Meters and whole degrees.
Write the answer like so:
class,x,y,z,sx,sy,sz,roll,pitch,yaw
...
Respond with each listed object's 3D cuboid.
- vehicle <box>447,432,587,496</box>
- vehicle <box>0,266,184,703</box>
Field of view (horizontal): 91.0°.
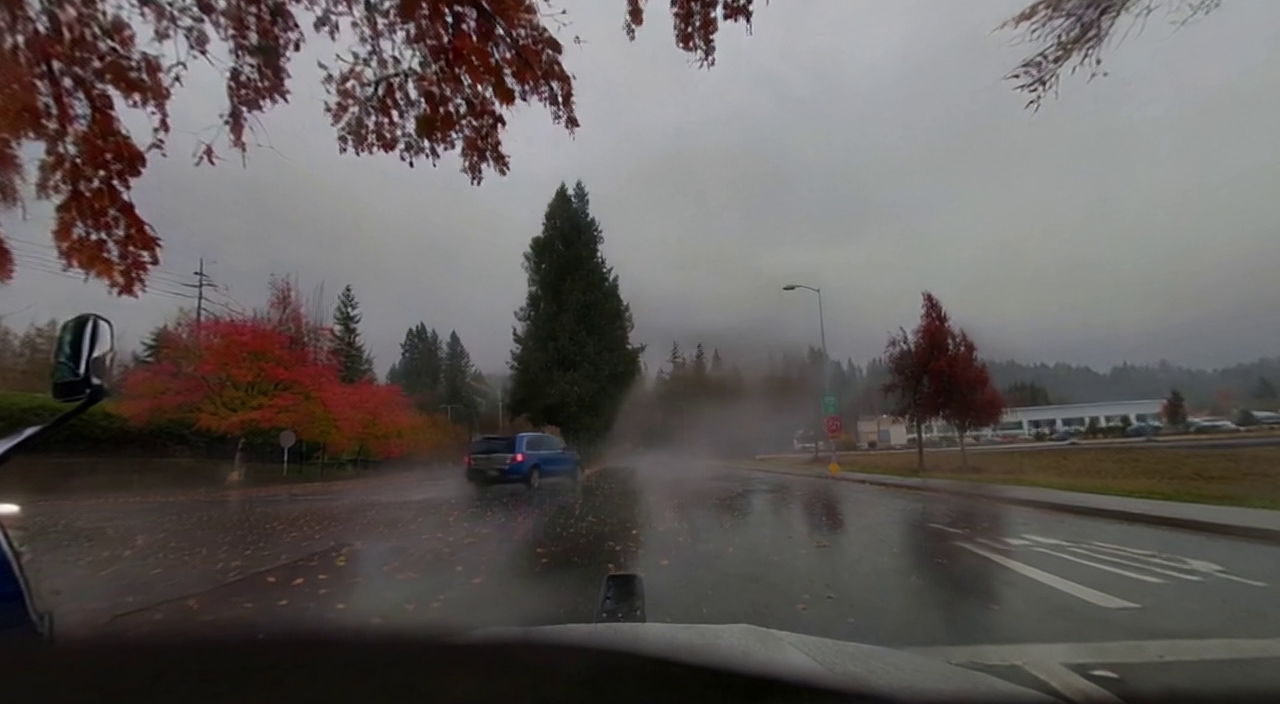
class,x,y,z,sx,sy,sz,roll,pitch,yaw
vehicle,-4.272,4.044,23.180,2.284,2.012,5.607,-4,-9,23
vehicle,-3.520,0.478,0.978,2.145,2.038,4.656,0,-9,-1
